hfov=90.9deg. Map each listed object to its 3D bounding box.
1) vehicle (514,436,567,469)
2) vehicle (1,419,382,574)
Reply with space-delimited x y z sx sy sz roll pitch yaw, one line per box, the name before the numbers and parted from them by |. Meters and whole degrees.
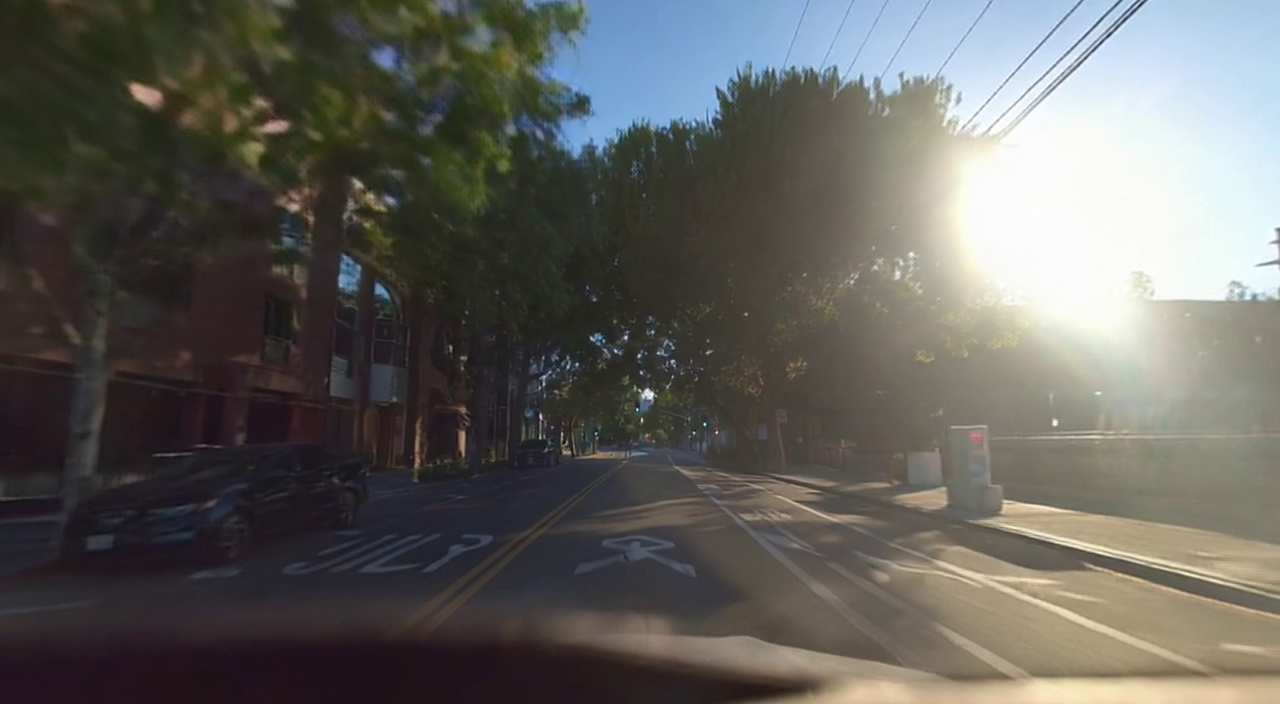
vehicle | -5.578 5.673 36.003 2.147 1.701 4.879 1 -8 1
vehicle | -5.901 1.917 9.313 2.223 1.658 4.621 1 -8 0
